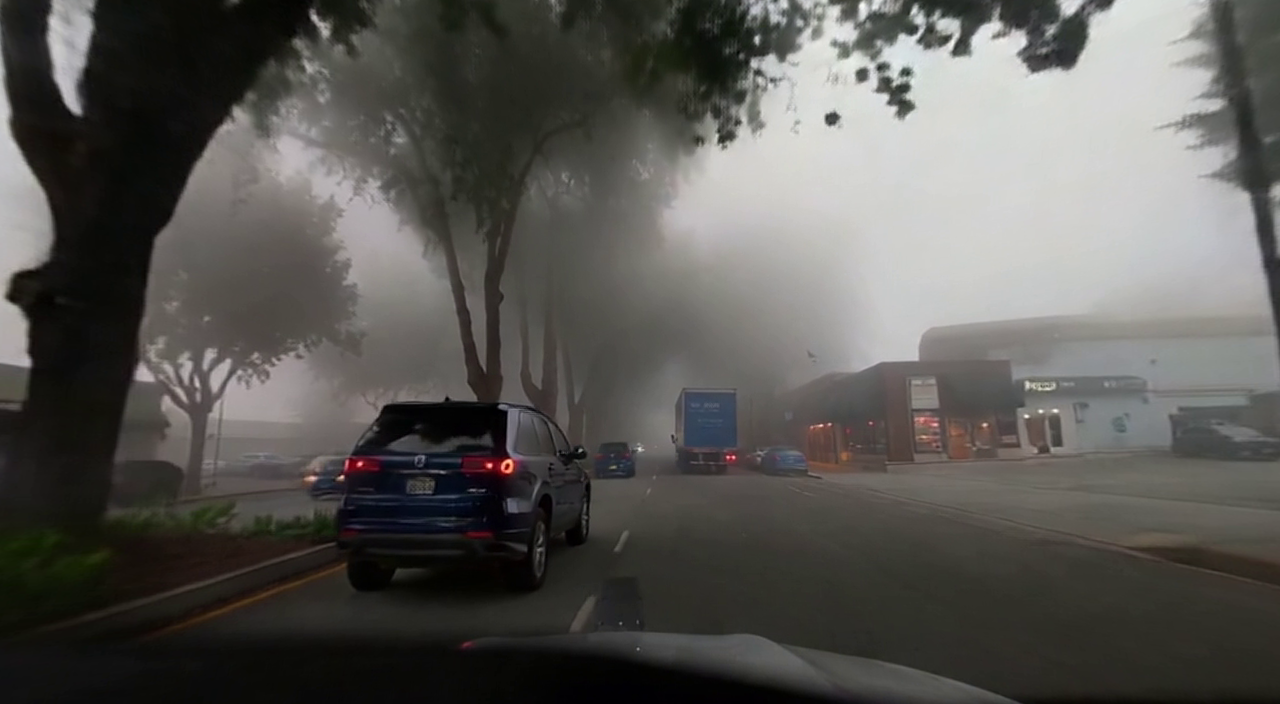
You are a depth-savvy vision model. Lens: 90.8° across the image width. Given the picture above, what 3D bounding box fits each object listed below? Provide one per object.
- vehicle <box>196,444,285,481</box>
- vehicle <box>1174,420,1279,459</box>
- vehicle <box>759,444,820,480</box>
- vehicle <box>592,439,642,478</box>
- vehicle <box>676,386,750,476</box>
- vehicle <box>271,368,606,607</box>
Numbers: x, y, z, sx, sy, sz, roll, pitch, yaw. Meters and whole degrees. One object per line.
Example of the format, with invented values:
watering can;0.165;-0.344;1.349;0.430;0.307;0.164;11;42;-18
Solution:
vehicle;-27.859;7.686;44.370;2.153;2.378;5.796;0;-8;3
vehicle;25.148;3.685;26.276;1.868;1.461;4.714;0;-9;3
vehicle;6.717;4.980;28.884;1.929;1.522;4.158;0;-9;2
vehicle;-1.038;5.088;30.512;2.040;1.711;4.475;-1;-9;3
vehicle;3.780;4.659;36.109;3.007;4.206;12.913;0;-8;2
vehicle;-1.884;1.521;7.950;2.293;2.036;4.853;-1;-9;4
